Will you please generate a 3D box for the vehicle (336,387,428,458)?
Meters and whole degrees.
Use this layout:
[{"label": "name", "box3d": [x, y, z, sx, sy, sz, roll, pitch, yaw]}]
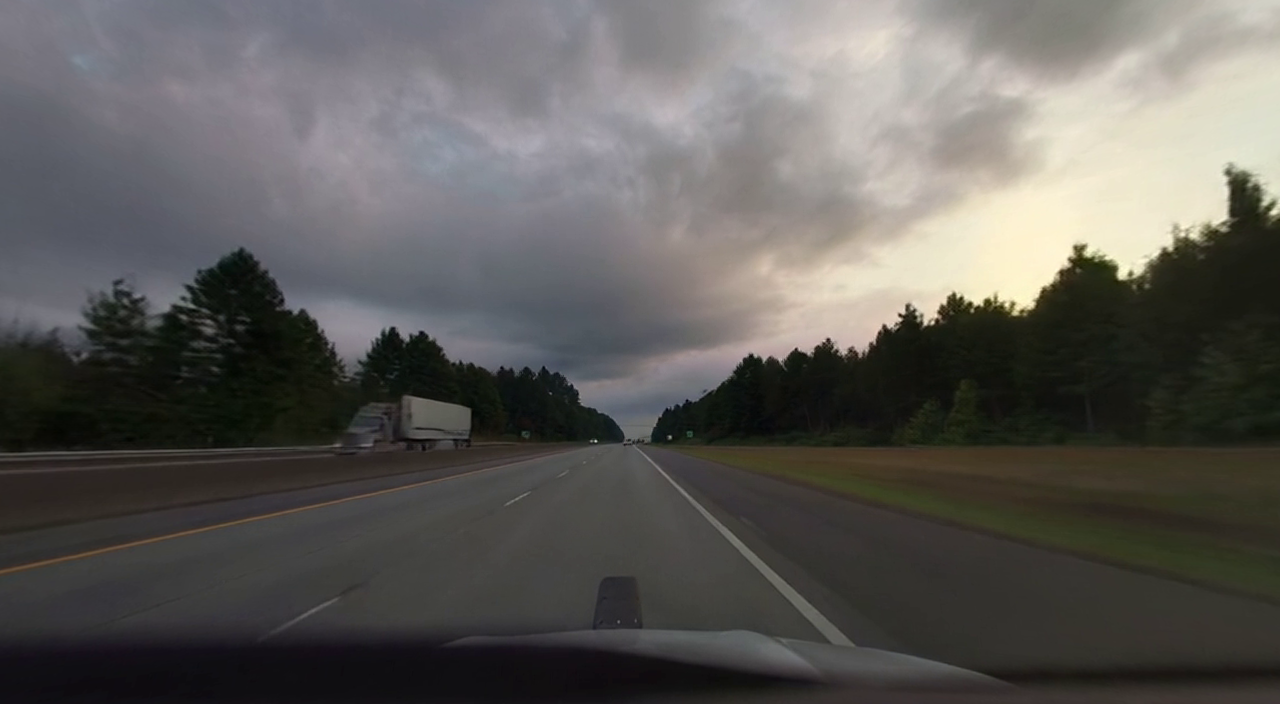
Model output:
[{"label": "vehicle", "box3d": [-15.418, 4.337, 38.016, 3.012, 3.928, 5.894, 0, -8, -1]}]
